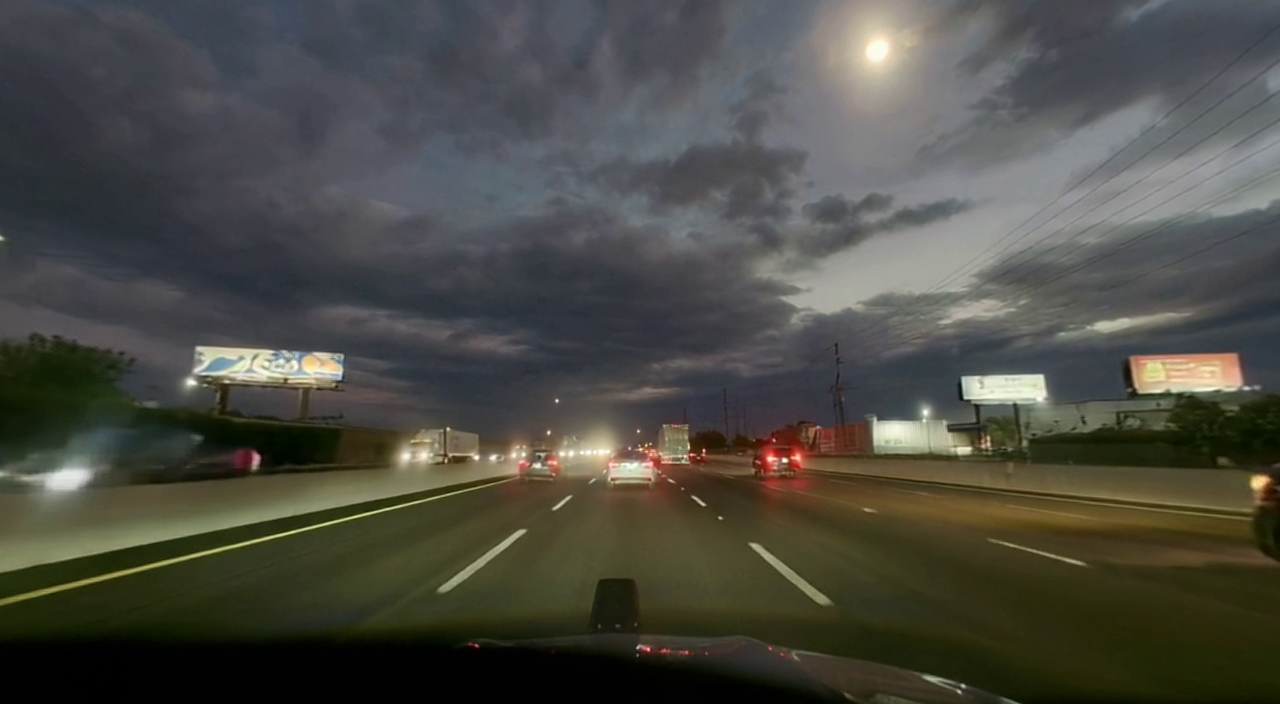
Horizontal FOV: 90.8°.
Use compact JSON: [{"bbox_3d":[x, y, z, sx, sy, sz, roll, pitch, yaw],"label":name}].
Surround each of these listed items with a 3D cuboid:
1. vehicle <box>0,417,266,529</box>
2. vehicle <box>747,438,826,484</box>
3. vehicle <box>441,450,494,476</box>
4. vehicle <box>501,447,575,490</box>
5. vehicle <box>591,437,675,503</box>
[{"bbox_3d":[-10.520,2.332,12.790,2.244,1.729,5.864,0,-9,1],"label":"vehicle"},{"bbox_3d":[6.767,5.111,29.919,2.302,1.973,5.502,0,-9,-1],"label":"vehicle"},{"bbox_3d":[-10.749,6.944,39.629,2.008,1.500,4.376,0,-9,1],"label":"vehicle"},{"bbox_3d":[-3.834,4.470,24.583,2.025,1.498,4.675,0,-9,1],"label":"vehicle"},{"bbox_3d":[-0.207,3.393,18.536,2.191,1.685,4.015,0,-9,-1],"label":"vehicle"}]
